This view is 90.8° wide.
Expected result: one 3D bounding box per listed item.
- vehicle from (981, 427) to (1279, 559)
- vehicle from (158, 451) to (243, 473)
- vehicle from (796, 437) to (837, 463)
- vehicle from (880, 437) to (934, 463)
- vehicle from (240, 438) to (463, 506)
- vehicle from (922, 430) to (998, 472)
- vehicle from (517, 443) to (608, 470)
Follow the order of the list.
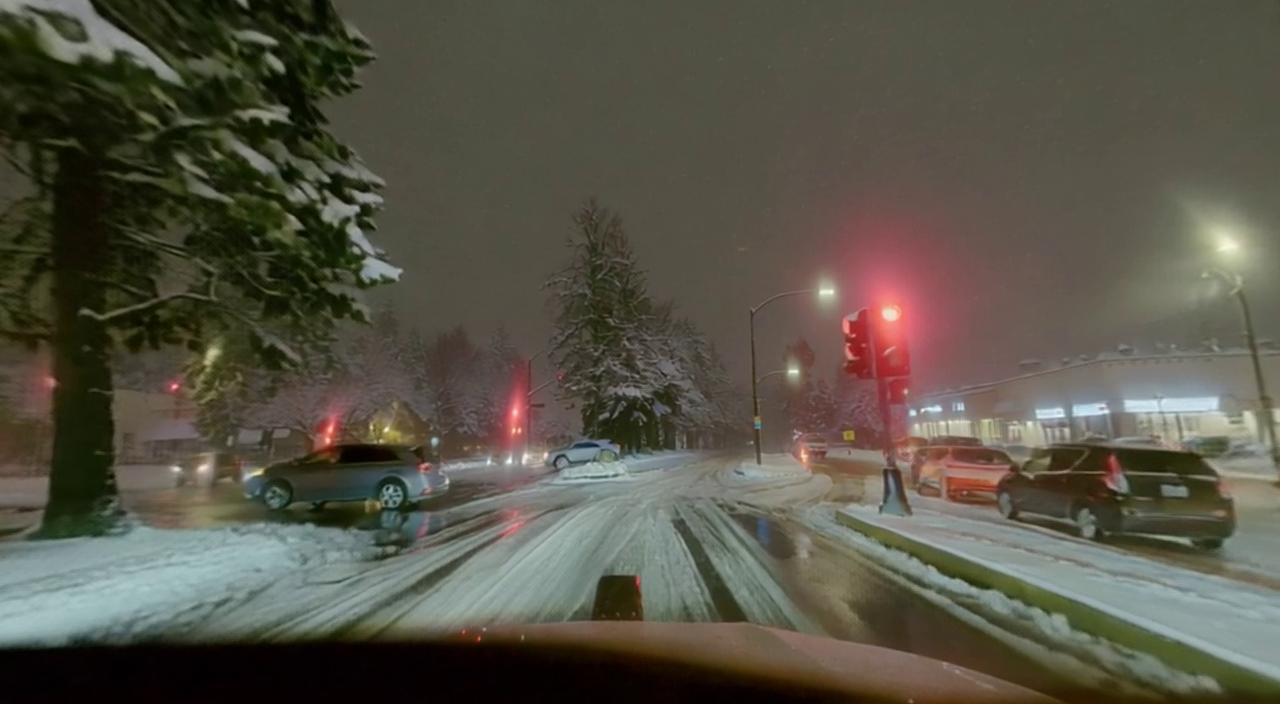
[{"bbox_3d":[6.928,1.951,9.583,1.867,1.479,4.452,-2,-9,12],"label":"vehicle"},{"bbox_3d":[-32.293,8.061,46.518,1.840,1.451,4.657,-6,-10,33],"label":"vehicle"},{"bbox_3d":[11.375,6.346,41.006,2.061,1.519,4.794,-2,-8,10],"label":"vehicle"},{"bbox_3d":[16.437,6.039,39.113,1.951,1.491,4.359,-1,-8,7],"label":"vehicle"},{"bbox_3d":[-6.650,2.791,14.917,4.376,1.476,1.791,0,-8,2],"label":"vehicle"},{"bbox_3d":[13.777,4.294,27.489,1.921,1.657,4.400,-2,-9,14],"label":"vehicle"},{"bbox_3d":[-4.447,6.009,36.575,4.792,1.468,2.116,-2,-9,14],"label":"vehicle"}]
